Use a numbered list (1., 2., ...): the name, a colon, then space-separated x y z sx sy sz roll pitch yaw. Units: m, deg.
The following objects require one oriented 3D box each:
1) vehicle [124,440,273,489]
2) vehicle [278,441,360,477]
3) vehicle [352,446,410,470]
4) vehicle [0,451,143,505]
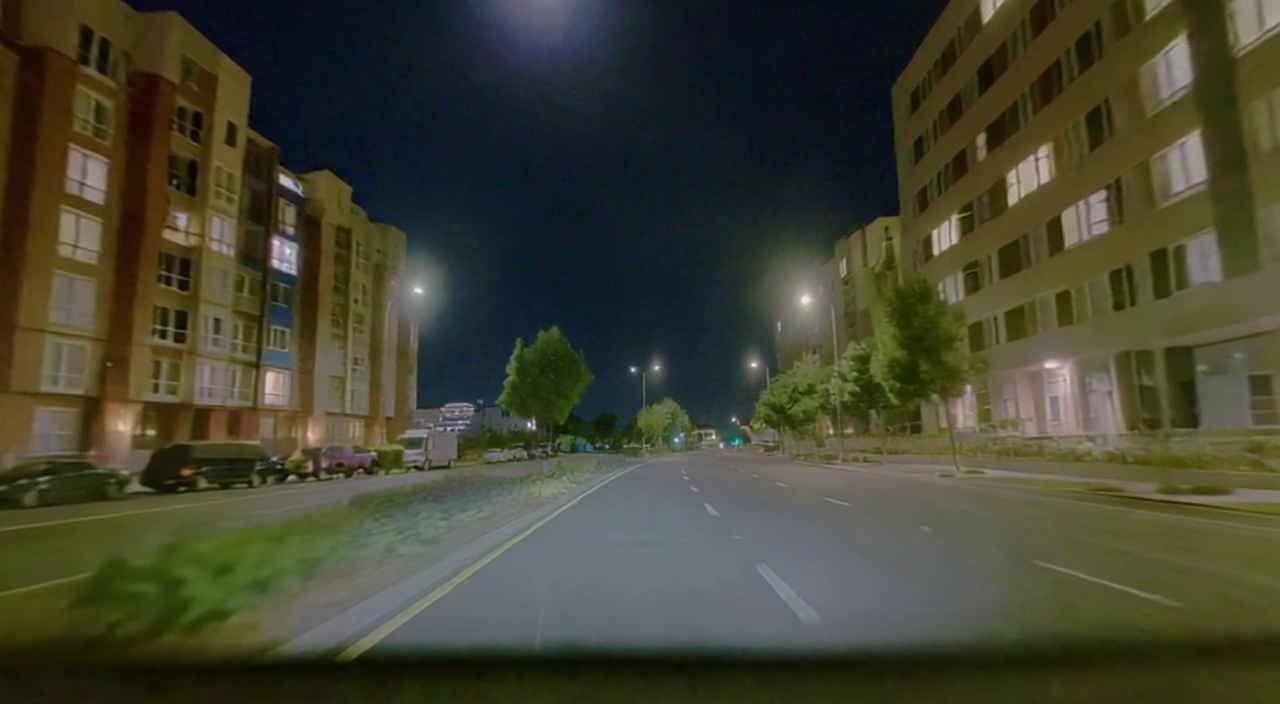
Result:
1. vehicle: -18.393 4.710 26.776 2.295 1.809 5.236 -2 -9 4
2. vehicle: -18.147 6.055 36.004 2.001 1.836 4.746 -1 -9 2
3. vehicle: -17.550 7.224 43.023 1.808 1.531 4.366 -1 -10 4
4. vehicle: -18.778 3.995 20.319 1.880 1.457 4.487 -3 -8 1
